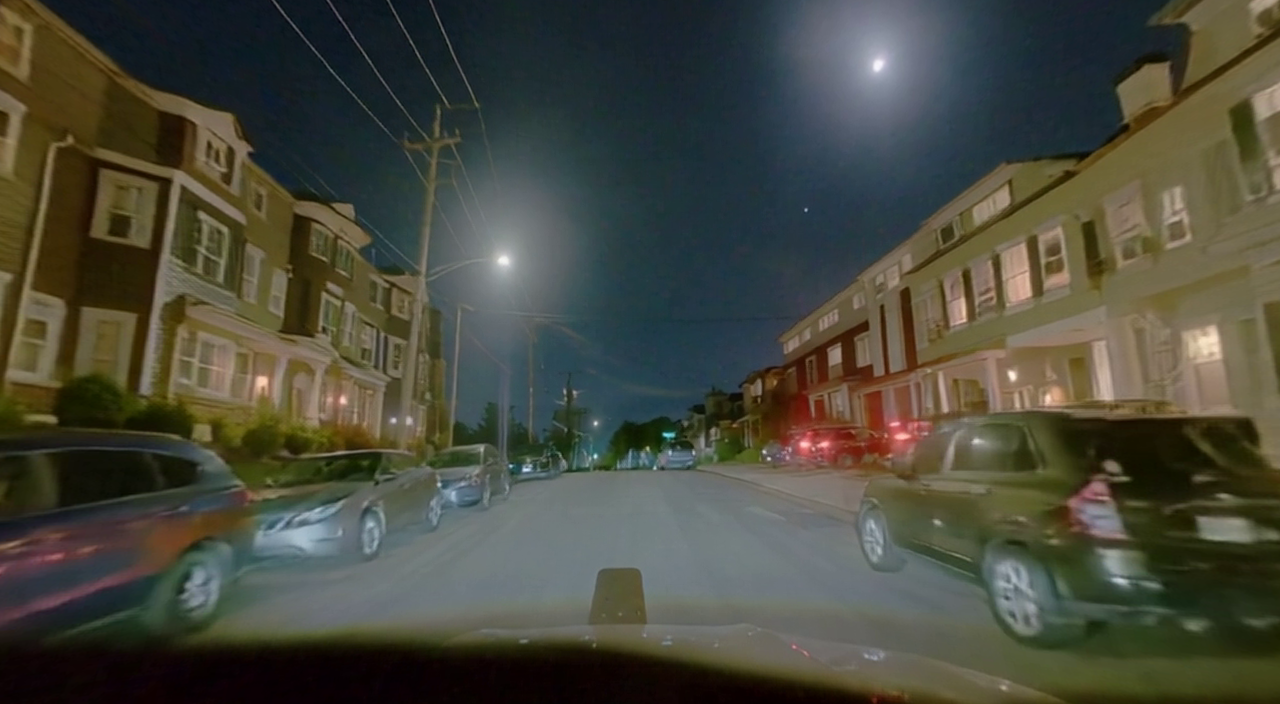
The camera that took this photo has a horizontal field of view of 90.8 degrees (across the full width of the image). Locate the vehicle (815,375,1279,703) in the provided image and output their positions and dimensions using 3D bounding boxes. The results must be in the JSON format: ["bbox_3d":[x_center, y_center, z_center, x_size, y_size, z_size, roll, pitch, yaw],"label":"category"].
[{"bbox_3d":[3.315,1.279,5.508,1.957,1.644,4.433,1,-9,-5],"label":"vehicle"}]

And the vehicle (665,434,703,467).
[{"bbox_3d":[3.137,7.171,46.031,2.343,2.229,4.199,0,-9,-1],"label":"vehicle"}]

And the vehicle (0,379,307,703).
[{"bbox_3d":[-4.263,1.151,3.812,2.031,1.708,4.746,-2,-10,-2],"label":"vehicle"}]
